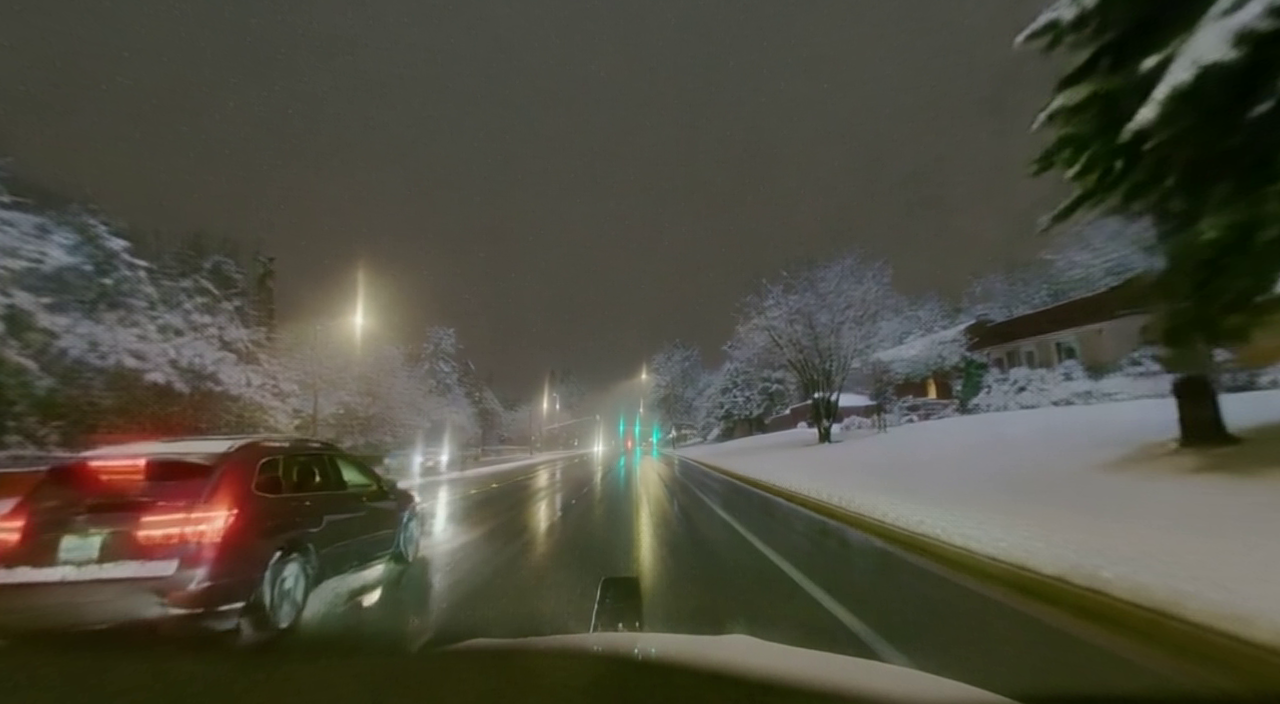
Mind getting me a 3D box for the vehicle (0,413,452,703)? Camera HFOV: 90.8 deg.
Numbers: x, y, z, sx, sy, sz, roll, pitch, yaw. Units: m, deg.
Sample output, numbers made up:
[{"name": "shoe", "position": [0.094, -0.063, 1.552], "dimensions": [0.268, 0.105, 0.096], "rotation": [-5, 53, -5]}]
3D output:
[{"name": "vehicle", "position": [-3.307, 1.364, 5.218], "dimensions": [2.020, 1.478, 4.890], "rotation": [0, -8, 0]}]
